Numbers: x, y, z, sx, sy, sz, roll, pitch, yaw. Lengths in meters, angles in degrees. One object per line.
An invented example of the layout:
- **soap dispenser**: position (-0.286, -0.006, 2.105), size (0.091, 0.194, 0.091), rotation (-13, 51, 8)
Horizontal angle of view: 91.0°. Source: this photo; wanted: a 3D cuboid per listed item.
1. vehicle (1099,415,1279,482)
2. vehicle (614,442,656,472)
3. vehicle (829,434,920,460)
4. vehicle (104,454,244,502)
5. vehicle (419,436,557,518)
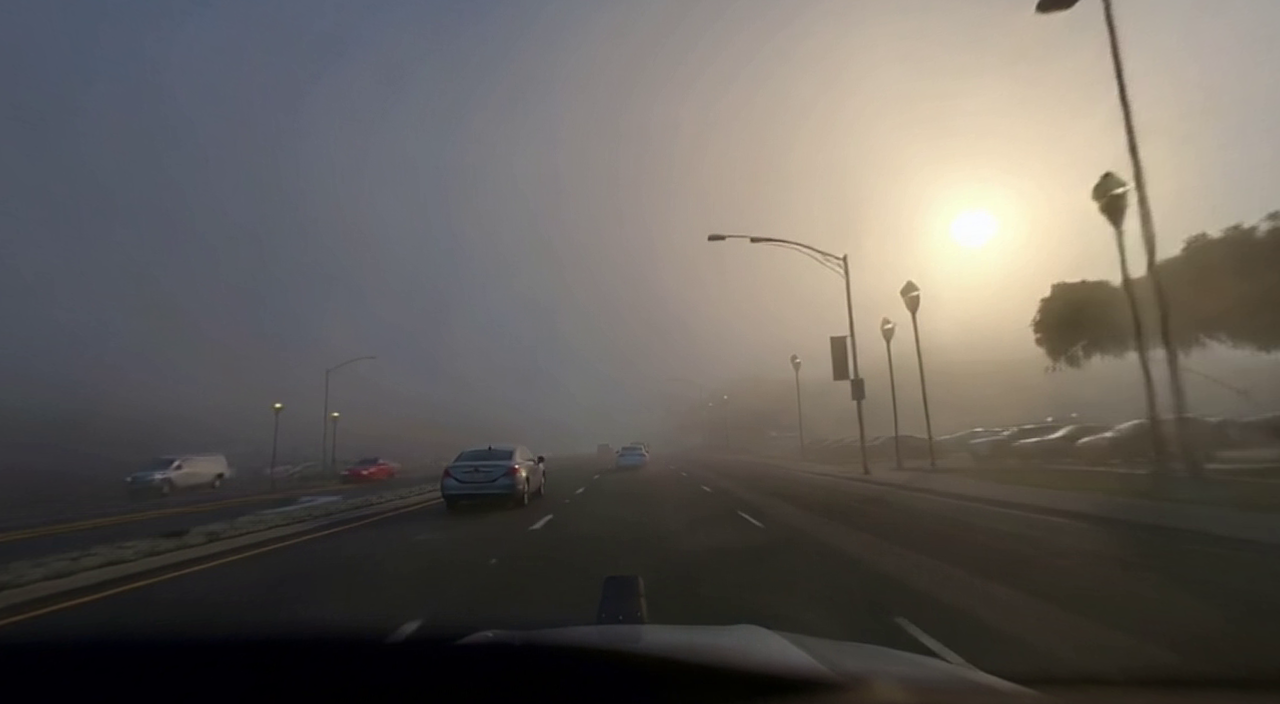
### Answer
- **vehicle**: position (14.468, 2.401, 15.748), size (4.307, 1.552, 2.063), rotation (0, -9, 0)
- **vehicle**: position (-0.267, 5.415, 32.741), size (2.019, 1.459, 4.005), rotation (0, -9, -1)
- **vehicle**: position (13.962, 5.662, 37.657), size (4.630, 1.497, 2.016), rotation (0, -9, 0)
- **vehicle**: position (-23.106, 6.205, 31.684), size (2.416, 2.082, 6.190), rotation (0, -9, -2)
- **vehicle**: position (-3.133, 2.662, 13.960), size (1.939, 1.496, 4.309), rotation (0, -9, 0)
